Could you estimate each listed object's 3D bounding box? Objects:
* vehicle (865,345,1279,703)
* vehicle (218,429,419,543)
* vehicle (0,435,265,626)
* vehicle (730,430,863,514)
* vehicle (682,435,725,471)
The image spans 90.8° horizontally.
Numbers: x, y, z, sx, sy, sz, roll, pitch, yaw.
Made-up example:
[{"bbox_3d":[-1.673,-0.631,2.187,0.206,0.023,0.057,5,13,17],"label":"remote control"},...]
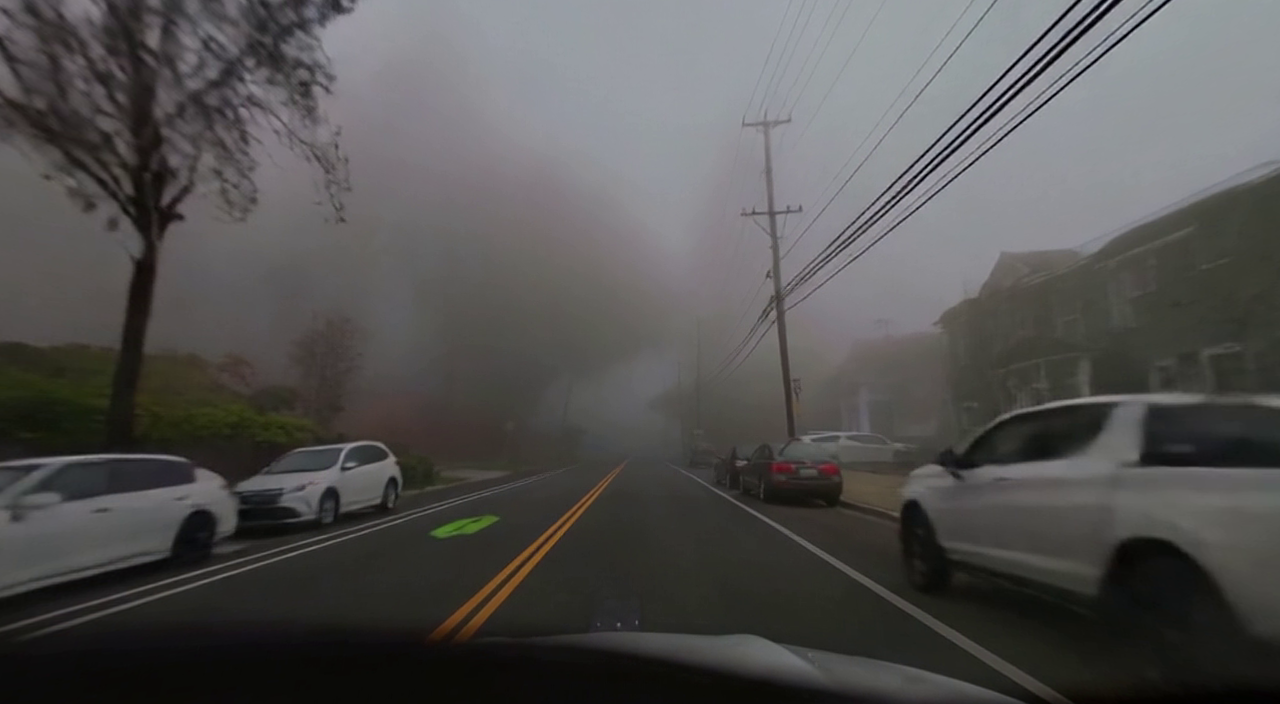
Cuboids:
[{"bbox_3d":[3.670,1.146,4.426,2.171,1.796,5.291,0,-8,-1],"label":"vehicle"},{"bbox_3d":[-6.398,2.609,13.285,1.947,1.930,4.306,-2,-7,0],"label":"vehicle"},{"bbox_3d":[-6.394,1.699,6.592,2.084,1.573,4.599,-2,-7,1],"label":"vehicle"},{"bbox_3d":[3.530,2.793,15.280,1.955,1.665,4.818,0,-8,0],"label":"vehicle"},{"bbox_3d":[3.791,6.144,38.503,2.088,2.019,4.802,0,-8,-1],"label":"vehicle"}]
